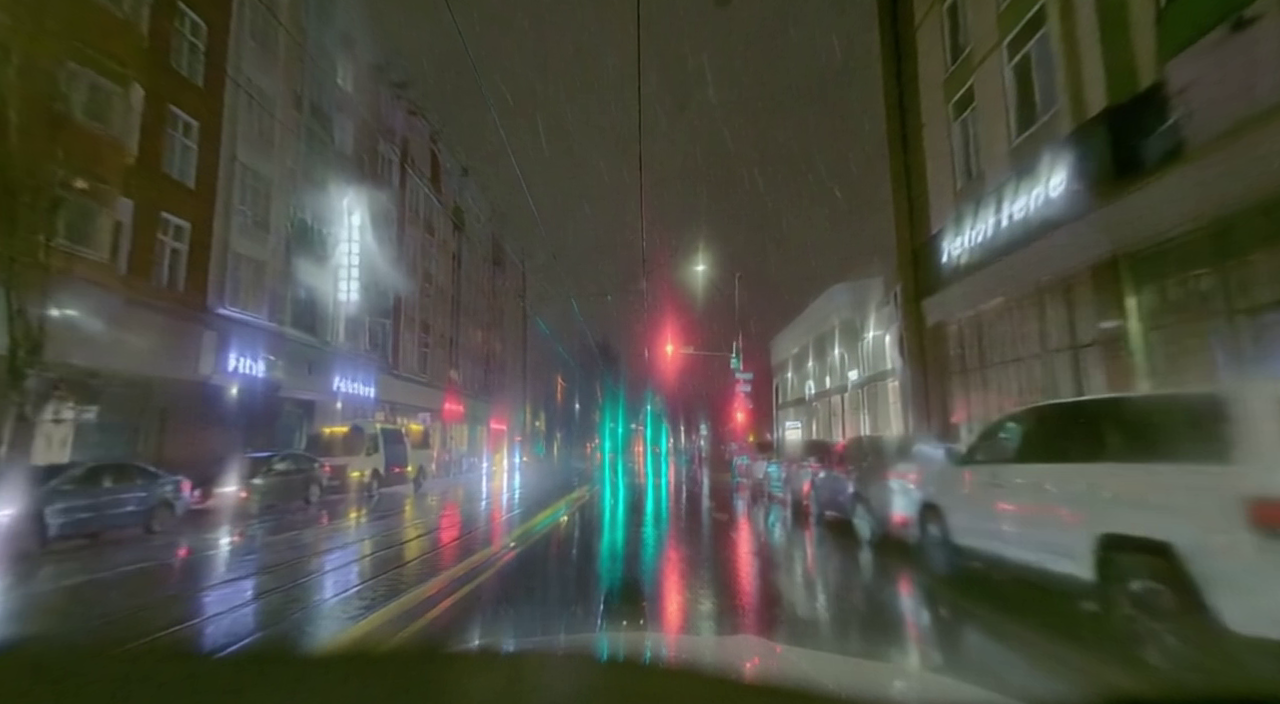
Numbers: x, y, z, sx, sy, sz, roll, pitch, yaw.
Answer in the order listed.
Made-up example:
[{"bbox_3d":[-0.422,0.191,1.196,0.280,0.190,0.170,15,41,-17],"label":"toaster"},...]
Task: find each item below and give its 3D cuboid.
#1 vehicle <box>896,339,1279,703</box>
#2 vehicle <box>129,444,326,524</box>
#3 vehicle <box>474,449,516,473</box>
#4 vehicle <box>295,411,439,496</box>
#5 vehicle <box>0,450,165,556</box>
[{"bbox_3d":[3.708,1.032,4.238,1.927,1.713,4.807,0,-8,0],"label":"vehicle"},{"bbox_3d":[-9.964,3.151,15.720,1.837,1.668,4.354,-1,-8,2],"label":"vehicle"},{"bbox_3d":[-9.567,7.226,41.928,1.897,1.464,4.209,0,-8,-2],"label":"vehicle"},{"bbox_3d":[-9.975,3.822,23.901,2.291,2.745,6.492,-1,-9,2],"label":"vehicle"},{"bbox_3d":[-10.245,2.385,10.298,1.841,1.488,3.852,0,-8,2],"label":"vehicle"}]
